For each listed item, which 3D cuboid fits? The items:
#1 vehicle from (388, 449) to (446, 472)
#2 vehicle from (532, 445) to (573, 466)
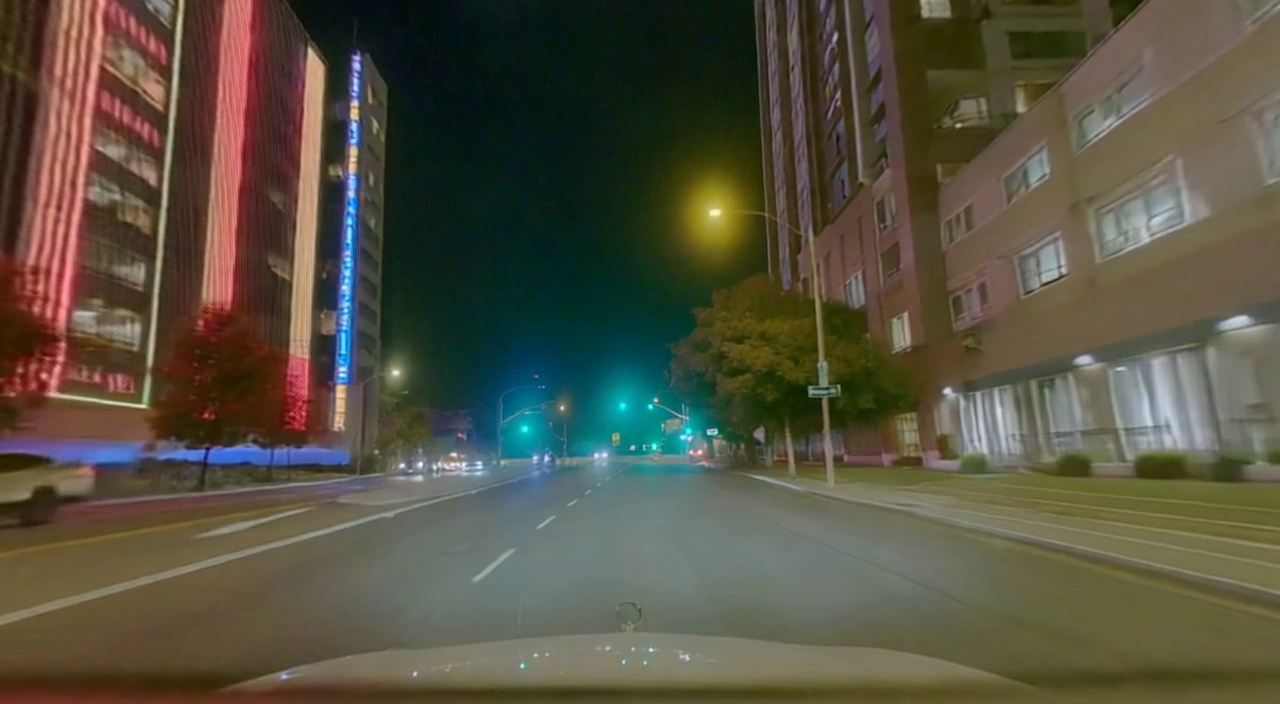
[{"bbox_3d":[-15.216,7.419,43.275,1.878,1.506,4.693,-2,-9,6],"label":"vehicle"},{"bbox_3d":[-6.727,8.049,49.071,2.017,1.473,4.379,-2,-9,9],"label":"vehicle"}]
